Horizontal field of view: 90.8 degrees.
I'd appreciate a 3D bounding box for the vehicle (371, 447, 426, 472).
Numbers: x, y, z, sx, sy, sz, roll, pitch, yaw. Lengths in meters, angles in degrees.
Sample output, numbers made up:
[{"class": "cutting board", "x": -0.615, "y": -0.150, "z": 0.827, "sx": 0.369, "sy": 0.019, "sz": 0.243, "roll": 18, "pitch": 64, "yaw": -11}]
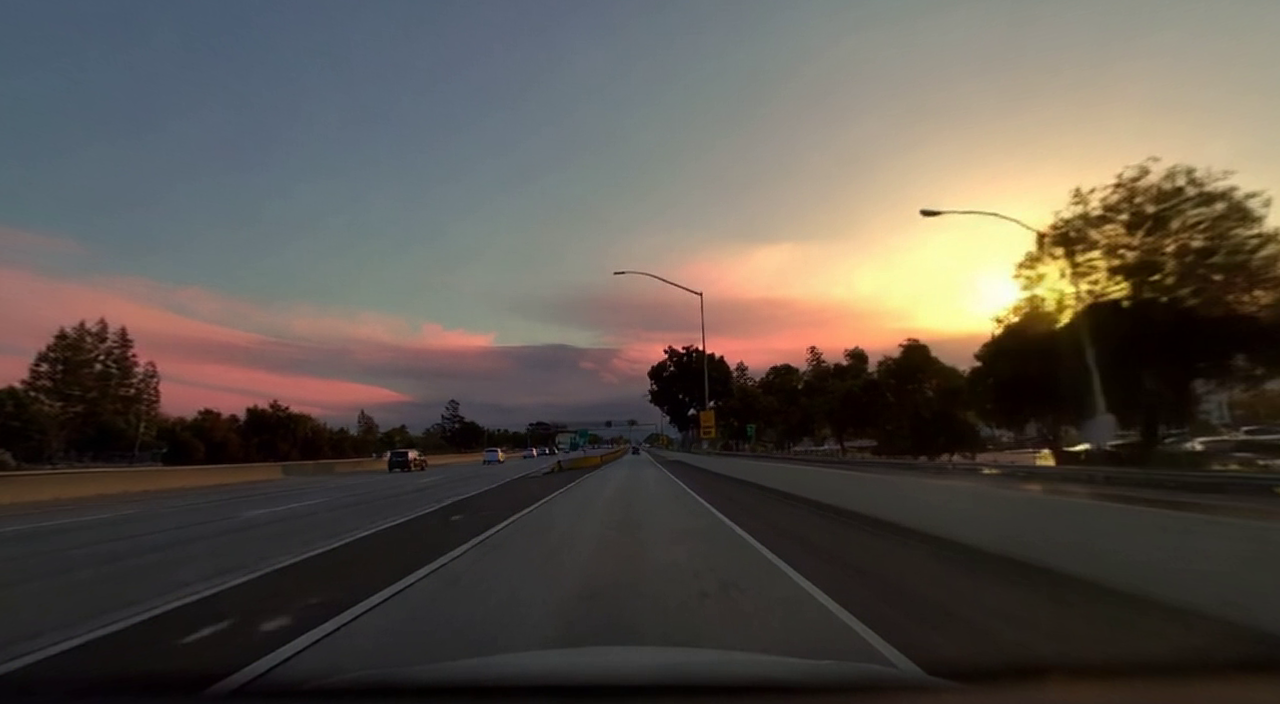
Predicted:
[{"class": "vehicle", "x": -16.862, "y": 7.500, "z": 44.396, "sx": 2.126, "sy": 1.671, "sz": 5.173, "roll": 0, "pitch": -9, "yaw": -4}]
